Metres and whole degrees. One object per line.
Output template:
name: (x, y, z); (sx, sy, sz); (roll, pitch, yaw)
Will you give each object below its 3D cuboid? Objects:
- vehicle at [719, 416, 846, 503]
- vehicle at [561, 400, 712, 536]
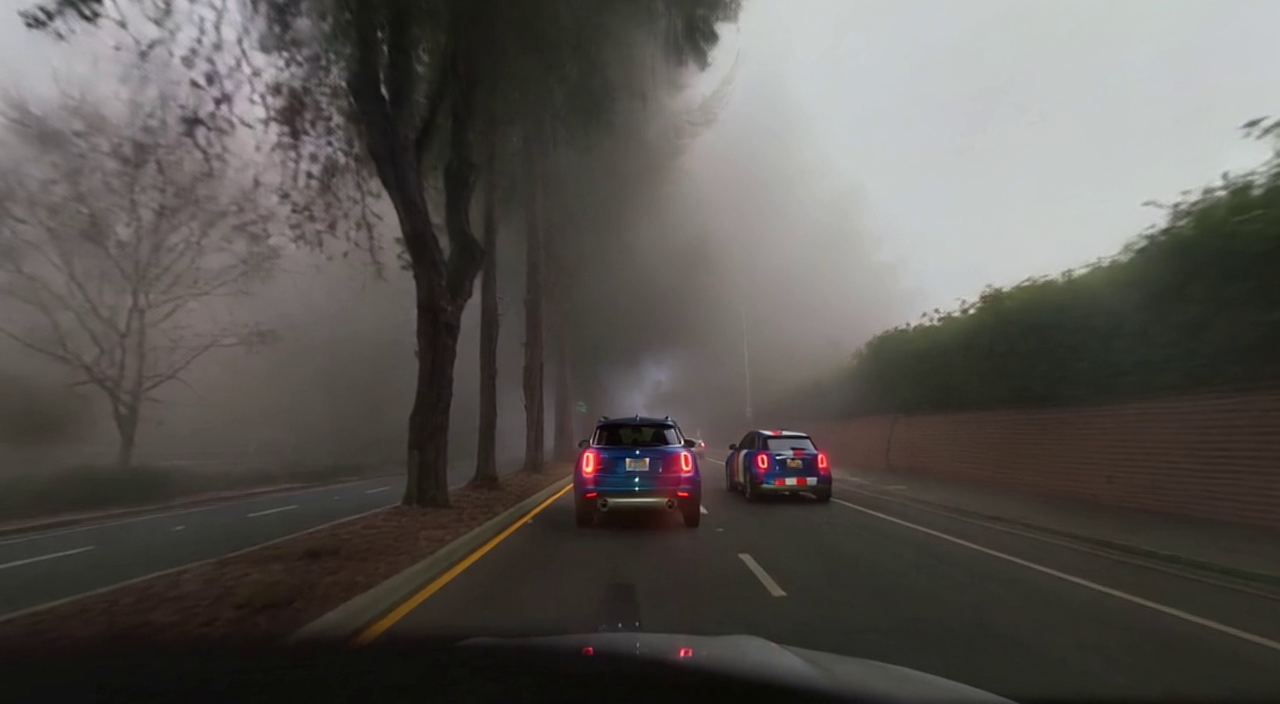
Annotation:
vehicle: (3.087, 2.437, 14.626); (1.840, 1.709, 4.202); (0, -8, -2)
vehicle: (-0.102, 1.758, 9.928); (1.984, 1.777, 3.148); (0, -8, -2)
